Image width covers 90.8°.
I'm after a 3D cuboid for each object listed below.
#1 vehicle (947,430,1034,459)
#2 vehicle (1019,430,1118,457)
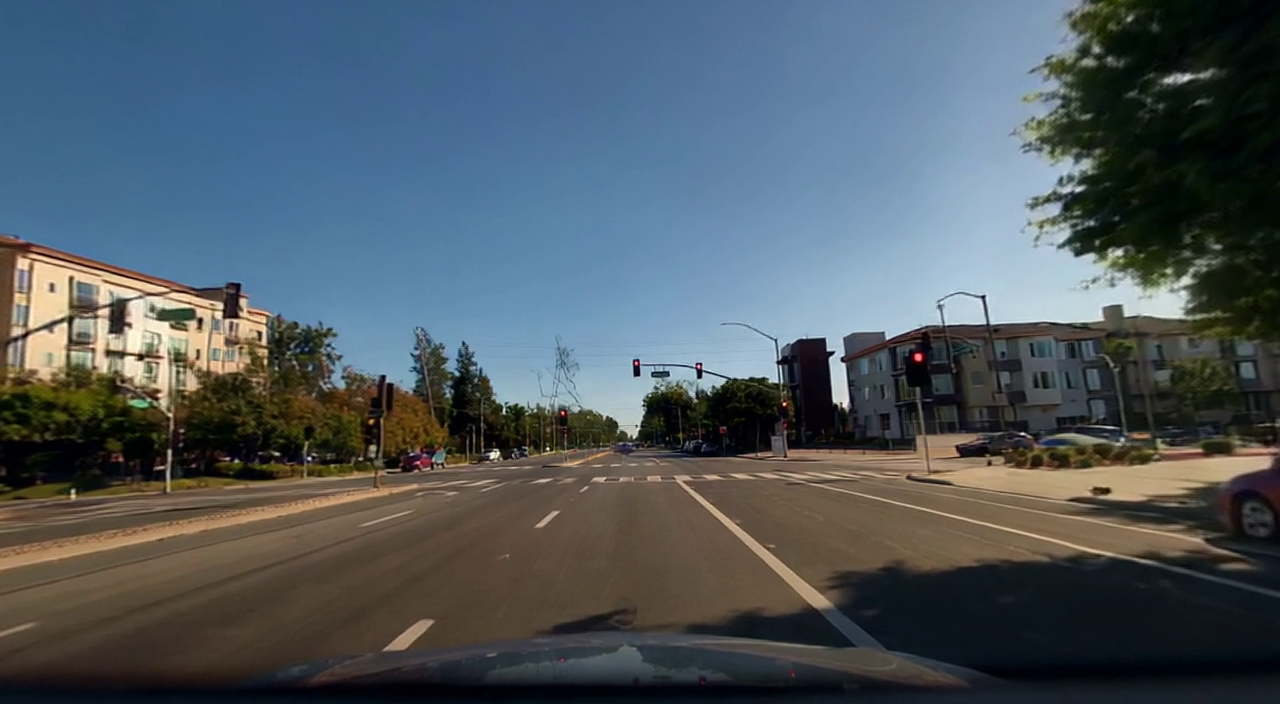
[{"bbox_3d":[22.019,5.853,39.787,4.323,1.746,1.872,0,-9,-3],"label":"vehicle"},{"bbox_3d":[27.240,5.843,40.261,4.910,1.644,2.032,0,-9,-5],"label":"vehicle"}]
